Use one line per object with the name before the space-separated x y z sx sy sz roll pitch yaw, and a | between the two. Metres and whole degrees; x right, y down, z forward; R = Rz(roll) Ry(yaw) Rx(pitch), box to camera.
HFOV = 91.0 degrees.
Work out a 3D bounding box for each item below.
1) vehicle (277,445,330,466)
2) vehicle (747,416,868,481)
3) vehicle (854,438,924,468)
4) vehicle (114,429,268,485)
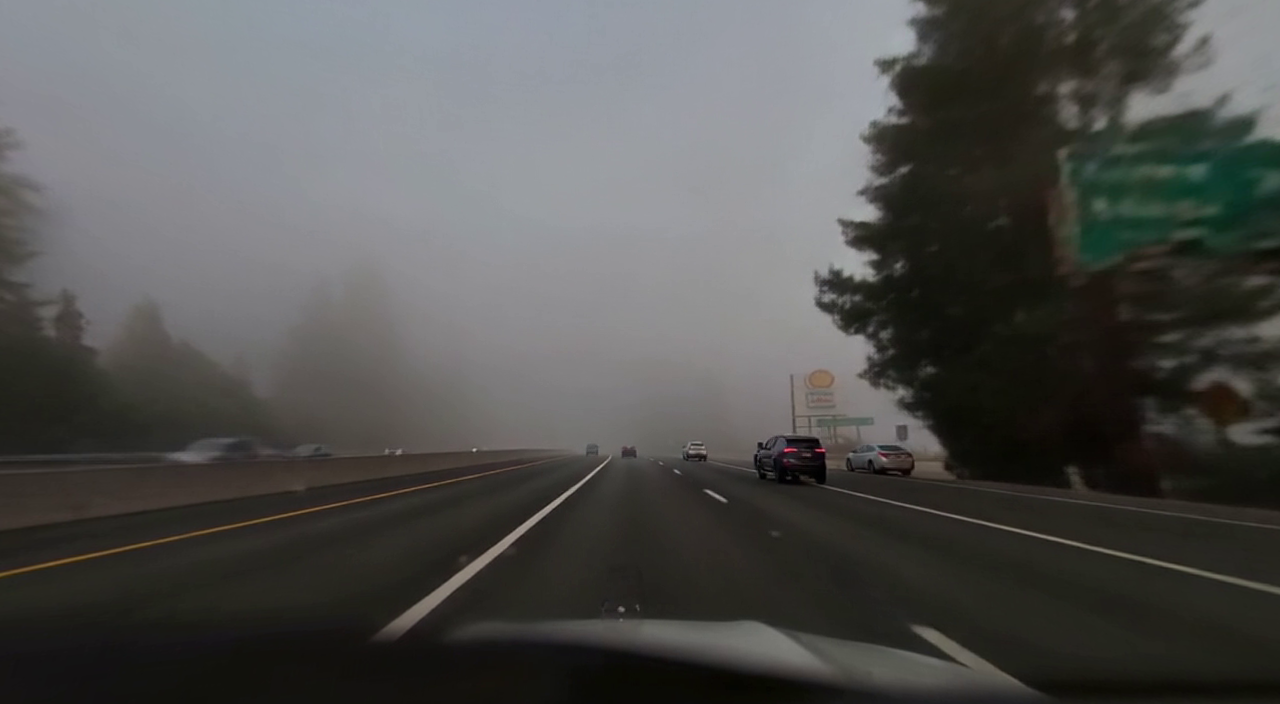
vehicle | -25.293 7.755 47.462 1.808 1.491 4.159 0 -8 -1
vehicle | 6.790 4.096 27.022 2.779 2.339 8.073 0 -8 -2
vehicle | 14.212 5.800 36.214 2.072 1.611 4.387 0 -8 -2
vehicle | -16.835 3.947 24.063 2.147 1.888 5.094 0 -8 -1
